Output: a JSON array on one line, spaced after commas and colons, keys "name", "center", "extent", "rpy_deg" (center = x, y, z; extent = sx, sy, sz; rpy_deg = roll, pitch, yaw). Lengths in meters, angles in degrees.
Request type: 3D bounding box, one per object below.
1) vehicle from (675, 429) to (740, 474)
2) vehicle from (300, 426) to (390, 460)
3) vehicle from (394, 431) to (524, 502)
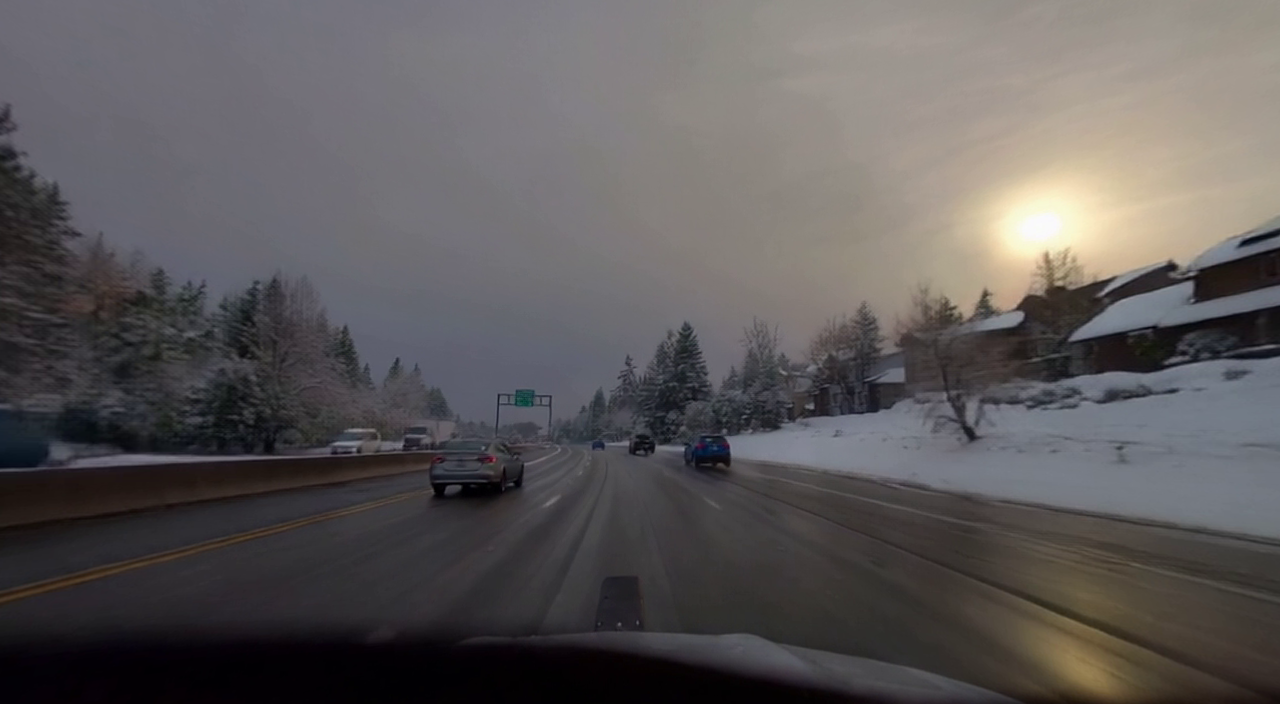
[{"name": "vehicle", "center": [2.712, 4.141, 26.341], "extent": [2.092, 1.686, 4.188], "rpy_deg": [1, -9, -3]}, {"name": "vehicle", "center": [-17.449, 5.432, 37.673], "extent": [2.878, 1.844, 5.557], "rpy_deg": [1, -9, -3]}, {"name": "vehicle", "center": [-4.363, 2.824, 15.990], "extent": [2.036, 1.528, 4.400], "rpy_deg": [0, -8, -1]}]
